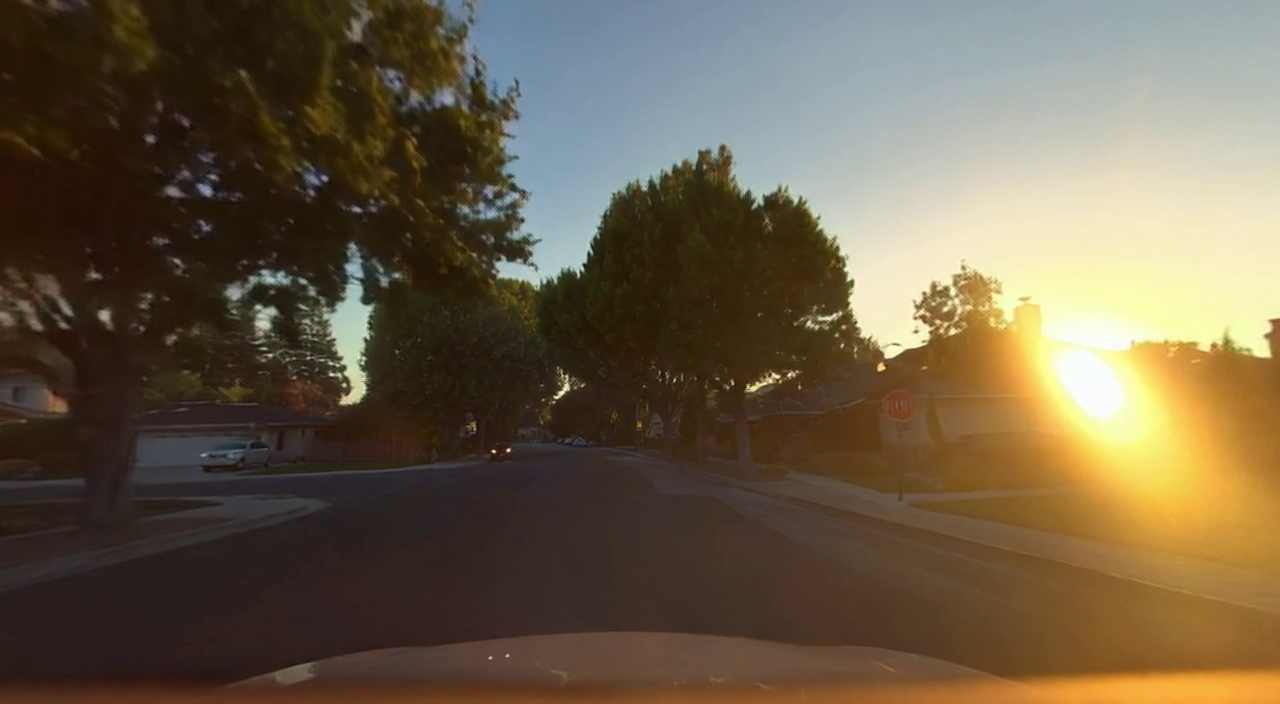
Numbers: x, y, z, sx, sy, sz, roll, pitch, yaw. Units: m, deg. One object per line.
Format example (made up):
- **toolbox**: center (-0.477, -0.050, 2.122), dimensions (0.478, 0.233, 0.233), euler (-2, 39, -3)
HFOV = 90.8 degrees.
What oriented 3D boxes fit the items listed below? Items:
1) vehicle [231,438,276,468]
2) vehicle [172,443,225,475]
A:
- **vehicle**: center (-24.585, 6.420, 40.334), dimensions (1.973, 1.787, 5.045), euler (4, -9, -27)
- **vehicle**: center (-25.151, 6.068, 36.114), dimensions (1.883, 1.687, 3.908), euler (4, -9, -27)
